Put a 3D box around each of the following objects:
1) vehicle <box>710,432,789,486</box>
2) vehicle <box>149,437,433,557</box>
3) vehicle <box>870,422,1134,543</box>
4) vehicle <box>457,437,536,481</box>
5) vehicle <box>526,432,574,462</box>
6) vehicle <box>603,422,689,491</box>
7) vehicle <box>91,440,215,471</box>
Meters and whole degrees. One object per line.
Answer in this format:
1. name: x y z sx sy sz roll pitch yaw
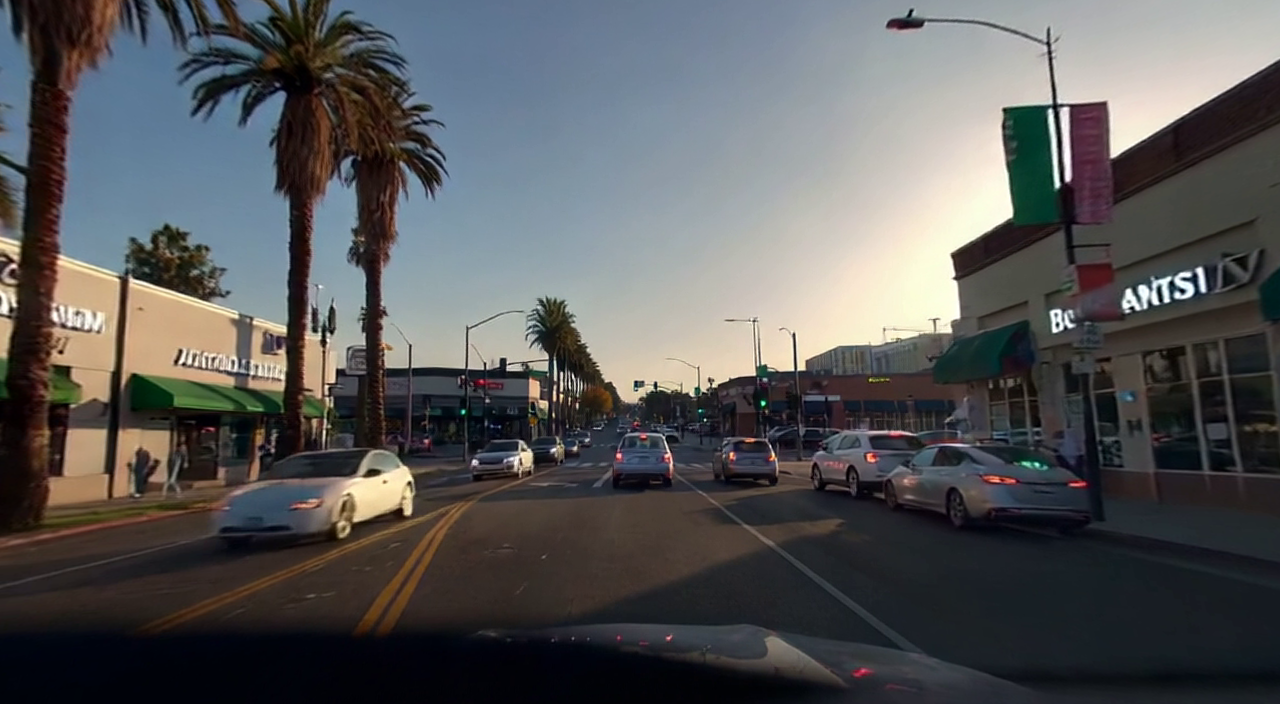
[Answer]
1. vehicle: 3.722 3.726 22.322 2.070 1.711 4.480 0 -8 1
2. vehicle: -4.989 2.094 10.019 1.946 1.412 4.657 0 -8 -2
3. vehicle: 6.138 2.242 11.578 2.008 1.729 4.647 0 -8 -1
4. vehicle: -5.393 4.084 24.374 2.092 1.504 4.374 0 -8 -1
5. vehicle: -5.551 5.965 39.711 2.341 1.762 4.865 0 -8 0
6. vehicle: 0.117 3.097 18.971 2.264 1.798 4.531 0 -8 -1
7. vehicle: -25.737 5.447 33.612 1.873 1.507 4.809 -3 -8 23
